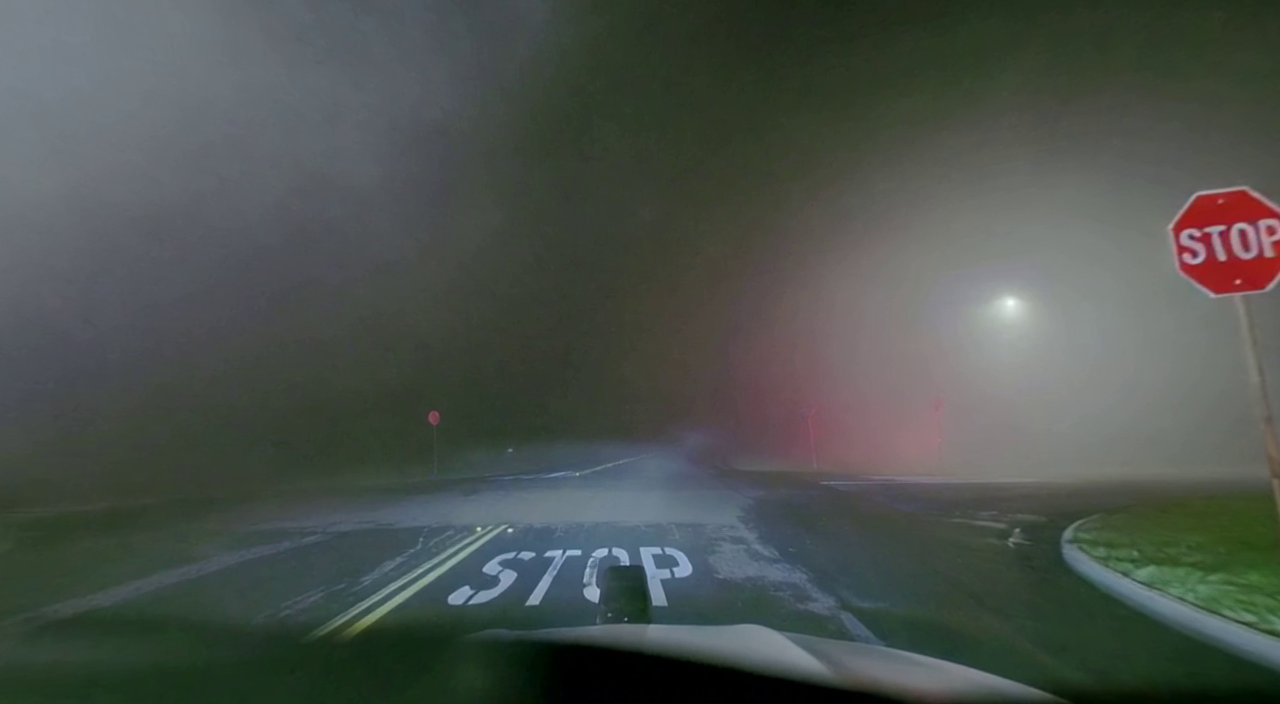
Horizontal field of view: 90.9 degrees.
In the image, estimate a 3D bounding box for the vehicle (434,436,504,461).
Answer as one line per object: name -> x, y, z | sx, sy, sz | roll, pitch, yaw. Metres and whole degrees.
vehicle -> -12.627, 7.163, 46.752 | 4.590, 1.735, 1.973 | 0, -8, 2
